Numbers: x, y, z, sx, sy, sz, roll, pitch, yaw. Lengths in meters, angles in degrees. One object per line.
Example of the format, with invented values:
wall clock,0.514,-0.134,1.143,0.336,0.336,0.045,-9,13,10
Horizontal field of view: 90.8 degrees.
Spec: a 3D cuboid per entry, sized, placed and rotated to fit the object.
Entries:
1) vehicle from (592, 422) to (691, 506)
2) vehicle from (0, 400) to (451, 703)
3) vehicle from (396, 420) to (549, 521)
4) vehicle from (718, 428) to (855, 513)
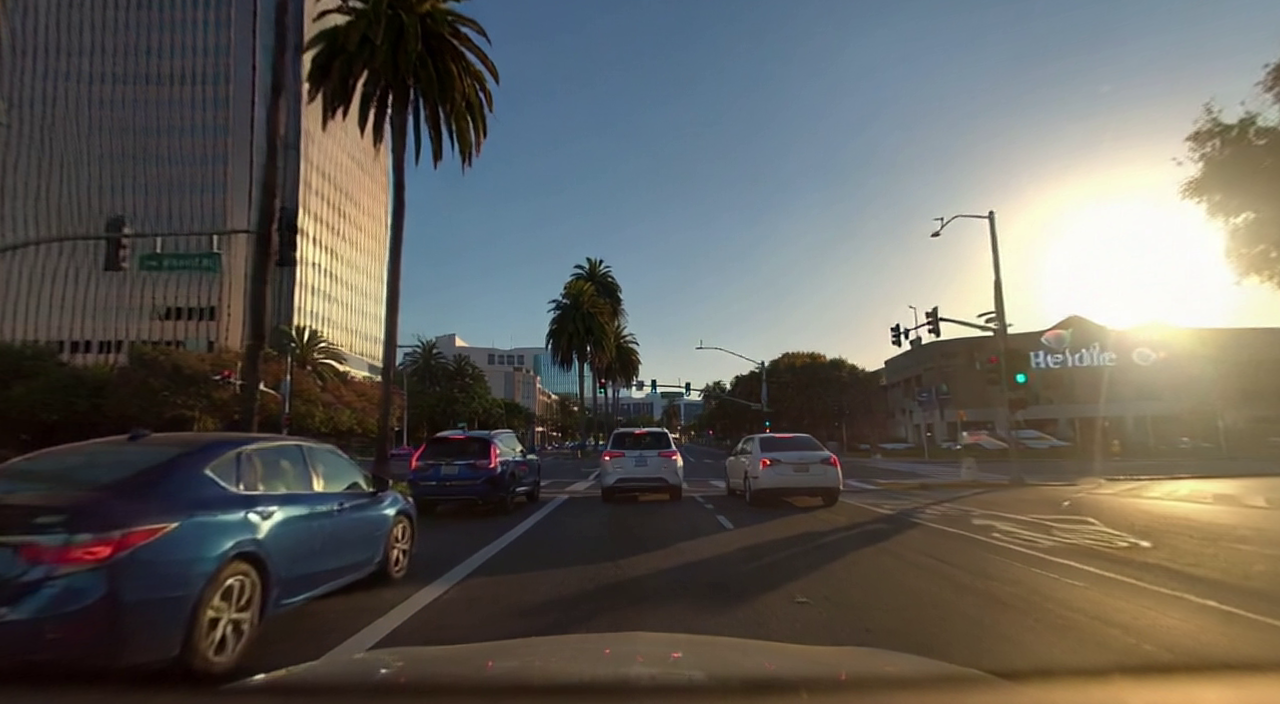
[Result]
vehicle,0.039,2.669,15.437,2.060,1.730,4.257,0,-9,0
vehicle,-3.218,1.291,5.007,1.962,1.480,4.605,0,-9,1
vehicle,-3.177,2.338,12.923,1.938,1.713,4.048,0,-9,1
vehicle,3.006,2.510,13.854,1.936,1.567,3.896,0,-9,-2
